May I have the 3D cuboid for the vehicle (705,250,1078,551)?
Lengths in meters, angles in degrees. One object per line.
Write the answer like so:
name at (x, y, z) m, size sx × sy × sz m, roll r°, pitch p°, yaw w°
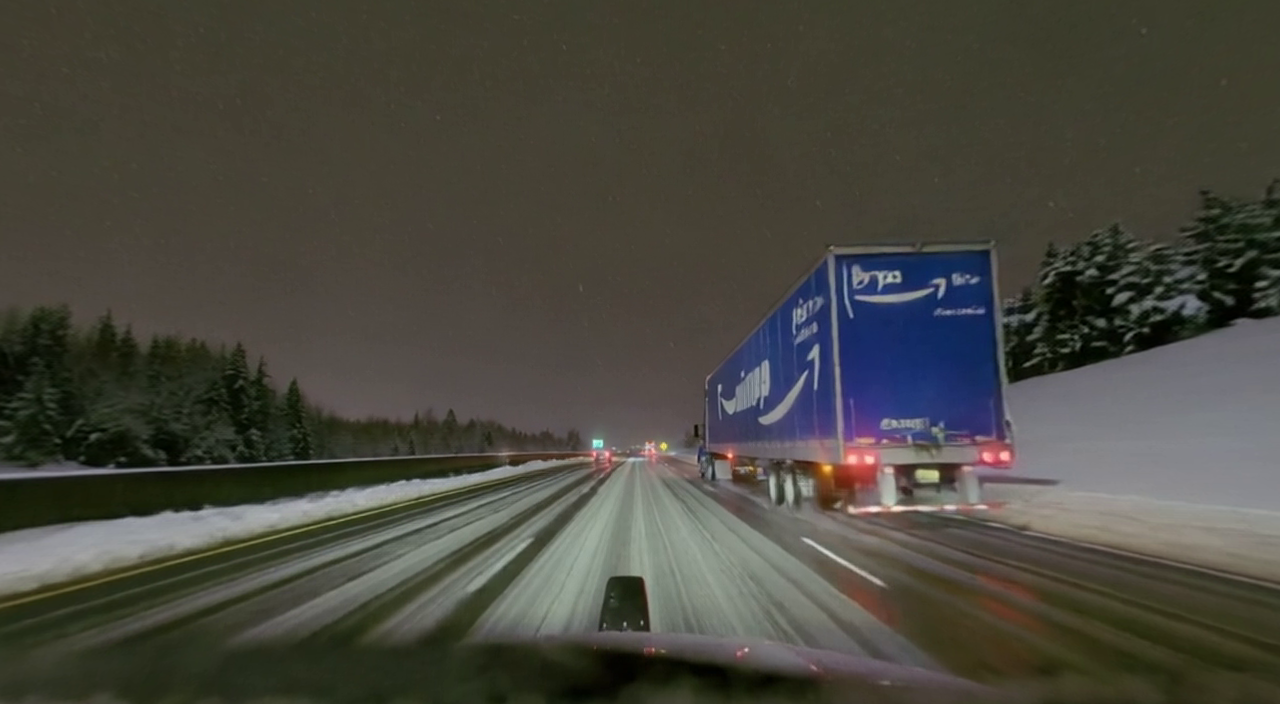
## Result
vehicle at (4.165, 1.851, 16.907) m, size 2.928 × 4.021 × 17.190 m, roll 0°, pitch -9°, yaw 0°
